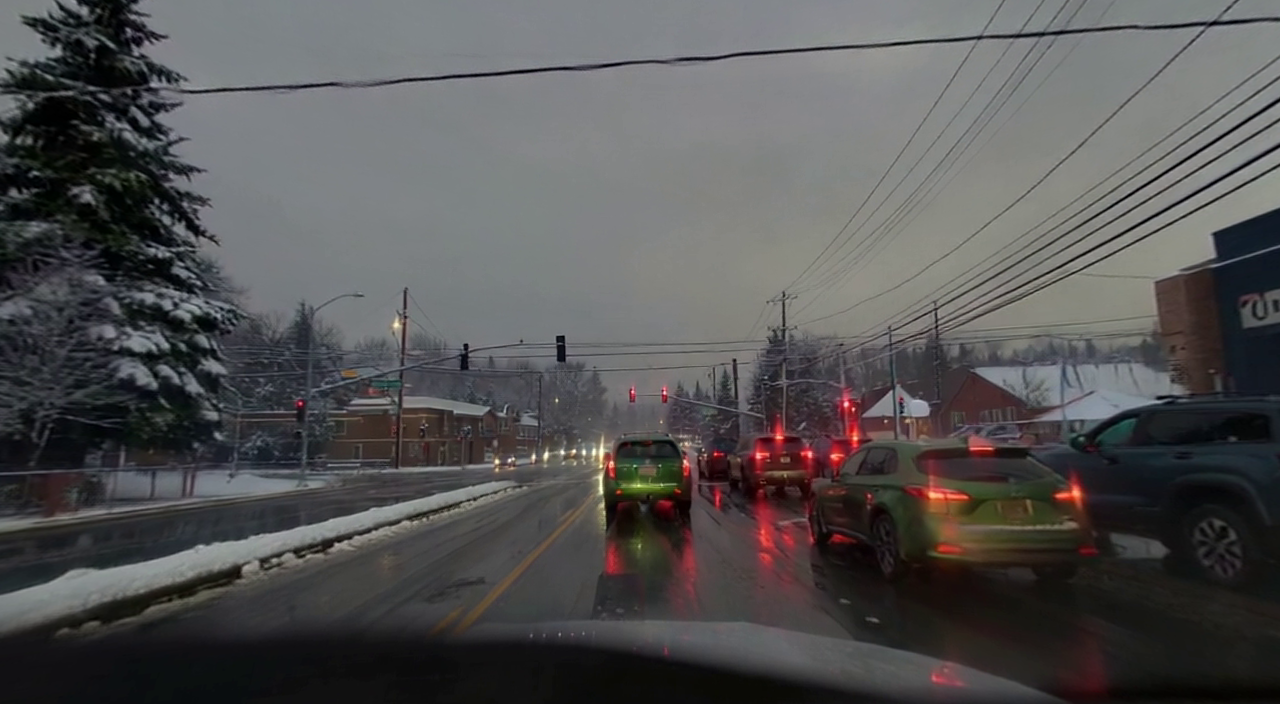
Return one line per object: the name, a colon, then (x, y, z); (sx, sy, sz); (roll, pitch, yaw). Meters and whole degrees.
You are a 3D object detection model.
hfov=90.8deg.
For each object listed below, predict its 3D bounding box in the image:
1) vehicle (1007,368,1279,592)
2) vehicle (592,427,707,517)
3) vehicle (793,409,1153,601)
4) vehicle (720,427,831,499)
vehicle: (6.677, 1.373, 7.233); (2.080, 1.958, 4.653); (0, -9, 0)
vehicle: (0.176, 2.549, 13.913); (2.149, 1.668, 3.962); (0, -9, 0)
vehicle: (3.347, 1.621, 7.565); (1.998, 1.620, 4.267); (0, -9, 1)
vehicle: (3.695, 3.138, 18.234); (2.060, 1.789, 4.712); (0, -9, -1)
